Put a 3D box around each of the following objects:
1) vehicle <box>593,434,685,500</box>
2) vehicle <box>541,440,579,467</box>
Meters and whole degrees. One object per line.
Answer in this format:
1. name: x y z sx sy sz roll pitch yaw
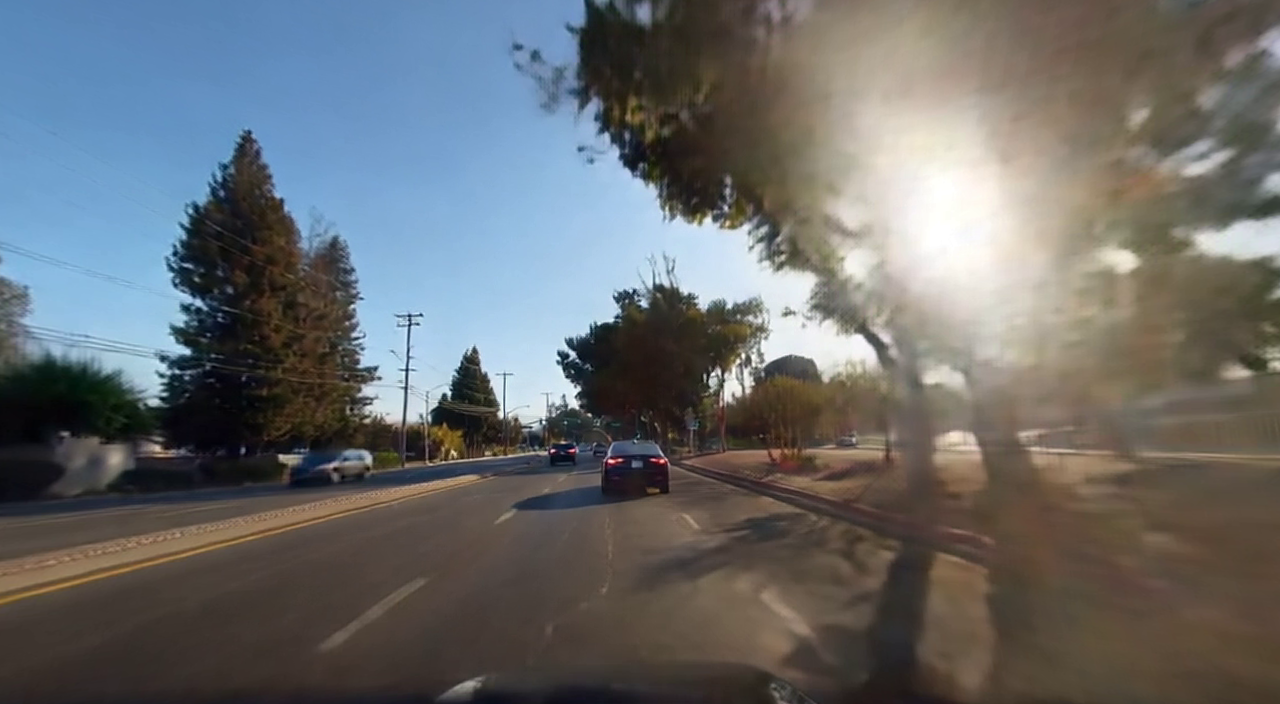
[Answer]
1. vehicle: -0.168 3.205 17.937 2.235 1.597 4.918 1 -9 -3
2. vehicle: -5.485 7.007 43.548 2.189 1.776 4.342 0 -9 -2
